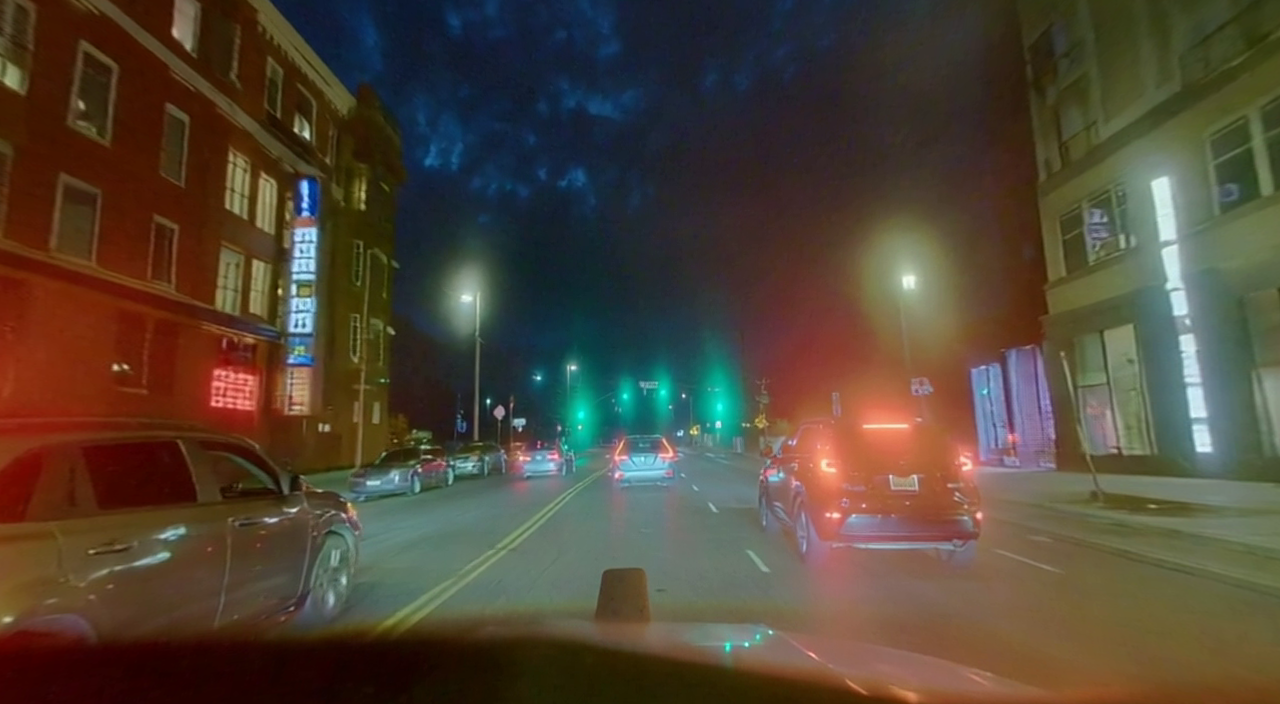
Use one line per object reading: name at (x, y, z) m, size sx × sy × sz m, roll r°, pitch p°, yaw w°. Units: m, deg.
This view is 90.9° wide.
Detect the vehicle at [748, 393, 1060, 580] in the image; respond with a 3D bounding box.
vehicle at (2.820, 1.554, 8.078) m, size 2.094 × 1.709 × 4.394 m, roll 0°, pitch -8°, yaw 0°

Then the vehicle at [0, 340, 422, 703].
vehicle at (-3.023, 1.011, 3.569) m, size 2.085 × 1.619 × 3.976 m, roll 0°, pitch -8°, yaw 1°

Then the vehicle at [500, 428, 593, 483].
vehicle at (-2.750, 3.177, 19.696) m, size 2.019 × 1.507 × 4.643 m, roll -1°, pitch -8°, yaw 2°

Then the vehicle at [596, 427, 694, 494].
vehicle at (0.100, 2.709, 16.127) m, size 2.139 × 1.466 × 4.373 m, roll 0°, pitch -8°, yaw 0°

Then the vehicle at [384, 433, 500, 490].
vehicle at (-5.784, 3.220, 19.031) m, size 1.864 × 1.502 × 4.459 m, roll 0°, pitch -8°, yaw 3°
